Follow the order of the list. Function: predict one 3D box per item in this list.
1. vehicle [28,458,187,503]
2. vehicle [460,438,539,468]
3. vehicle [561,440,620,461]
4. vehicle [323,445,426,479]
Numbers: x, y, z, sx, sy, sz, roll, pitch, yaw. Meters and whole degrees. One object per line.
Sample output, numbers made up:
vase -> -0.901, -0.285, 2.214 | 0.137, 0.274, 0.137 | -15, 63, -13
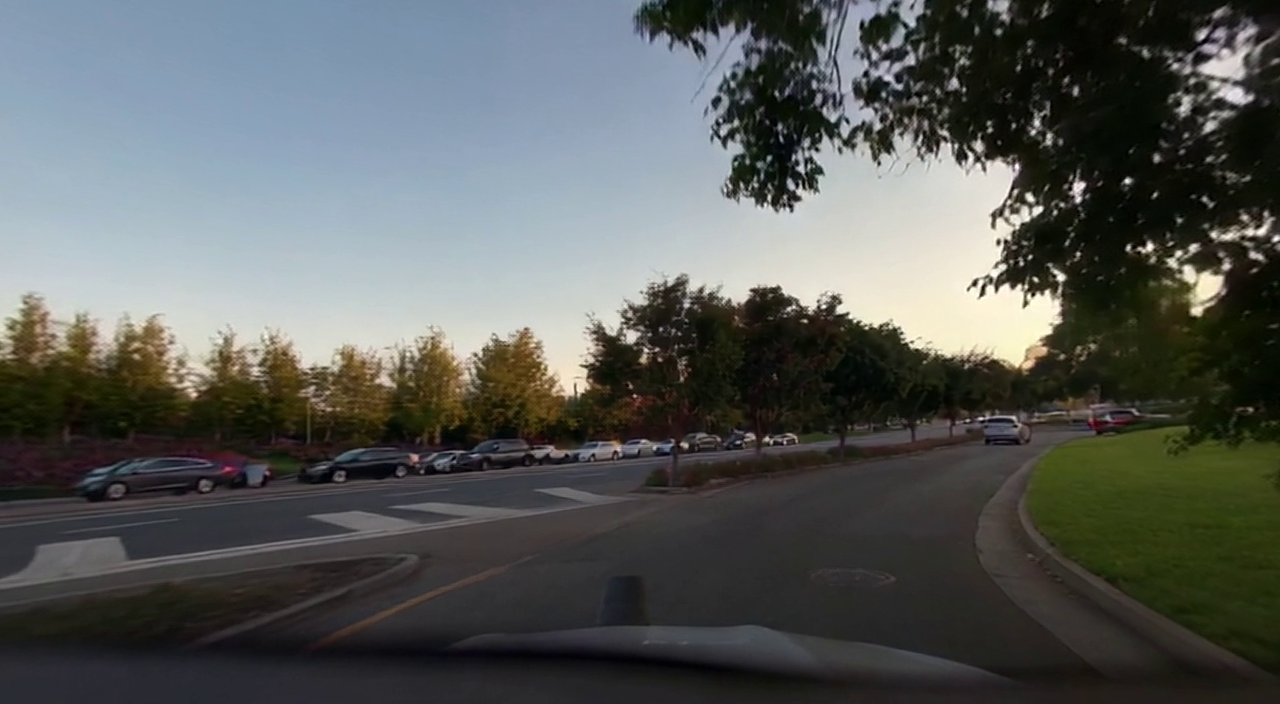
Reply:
vehicle -> -20.907, 5.001, 24.915 | 1.777, 1.497, 4.399 | -7, -11, 38
vehicle -> -8.846, 6.378, 39.917 | 1.969, 1.758, 4.662 | -7, -11, 37
vehicle -> -3.582, 7.210, 46.179 | 1.832, 1.473, 4.377 | -7, -11, 39
vehicle -> -13.952, 5.786, 33.350 | 1.876, 1.642, 4.600 | -7, -11, 37
